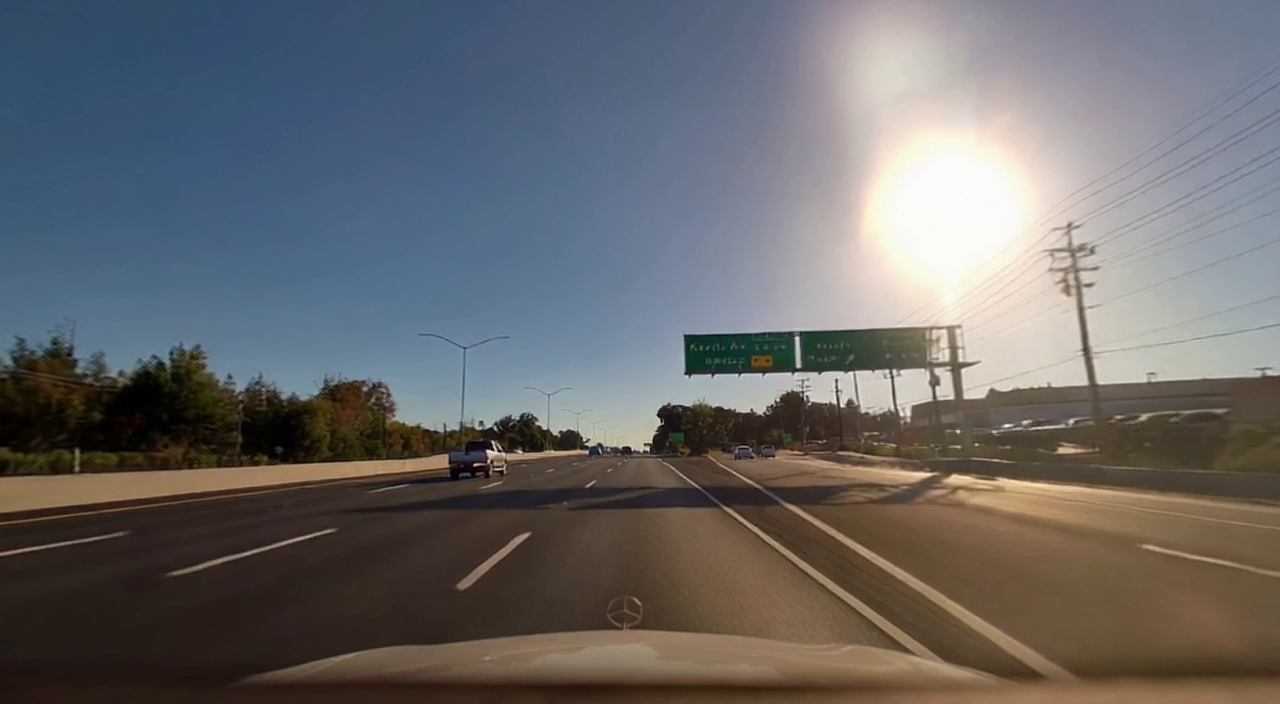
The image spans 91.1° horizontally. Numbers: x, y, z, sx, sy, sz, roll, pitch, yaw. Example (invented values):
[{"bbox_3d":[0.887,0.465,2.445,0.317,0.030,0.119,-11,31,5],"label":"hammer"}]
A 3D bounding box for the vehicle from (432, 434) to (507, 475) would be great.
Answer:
[{"bbox_3d":[-9.960,6.056,37.345,2.667,2.213,6.081,-1,-8,1],"label":"vehicle"}]
